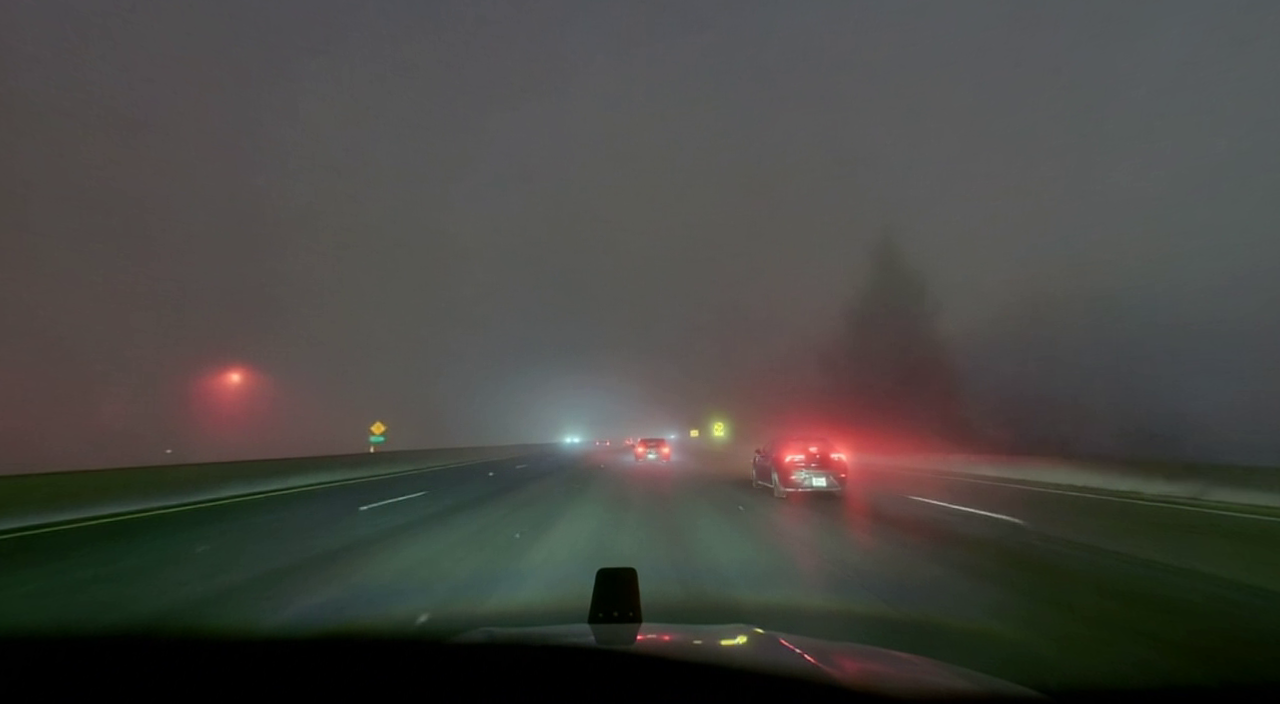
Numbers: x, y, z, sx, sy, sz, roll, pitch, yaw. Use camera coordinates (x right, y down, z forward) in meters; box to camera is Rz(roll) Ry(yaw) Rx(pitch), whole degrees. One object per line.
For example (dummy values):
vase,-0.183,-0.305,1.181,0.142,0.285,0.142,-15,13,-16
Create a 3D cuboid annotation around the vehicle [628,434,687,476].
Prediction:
vehicle,0.593,3.920,24.280,2.046,1.467,3.844,0,-8,-2
